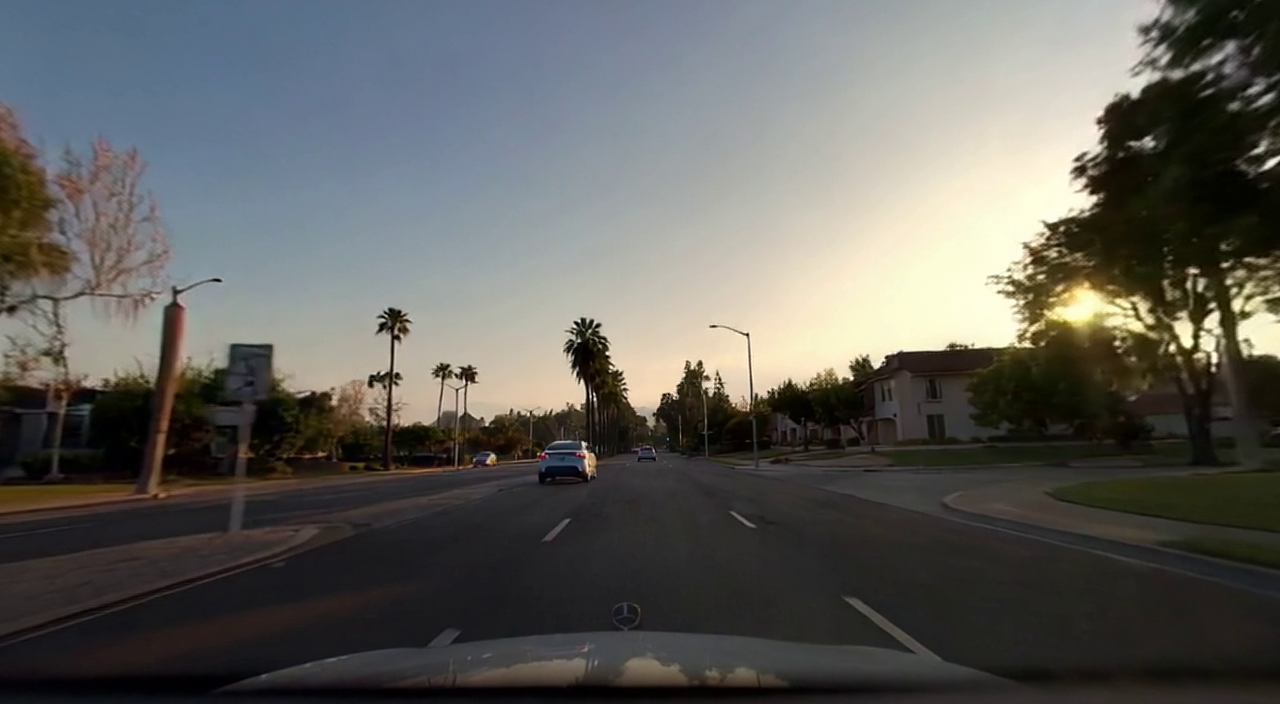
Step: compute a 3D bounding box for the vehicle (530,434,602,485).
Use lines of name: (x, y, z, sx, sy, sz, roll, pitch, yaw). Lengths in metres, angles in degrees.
vehicle: (-3.041, 4.593, 27.192, 2.370, 1.968, 5.698, 0, -9, 1)
